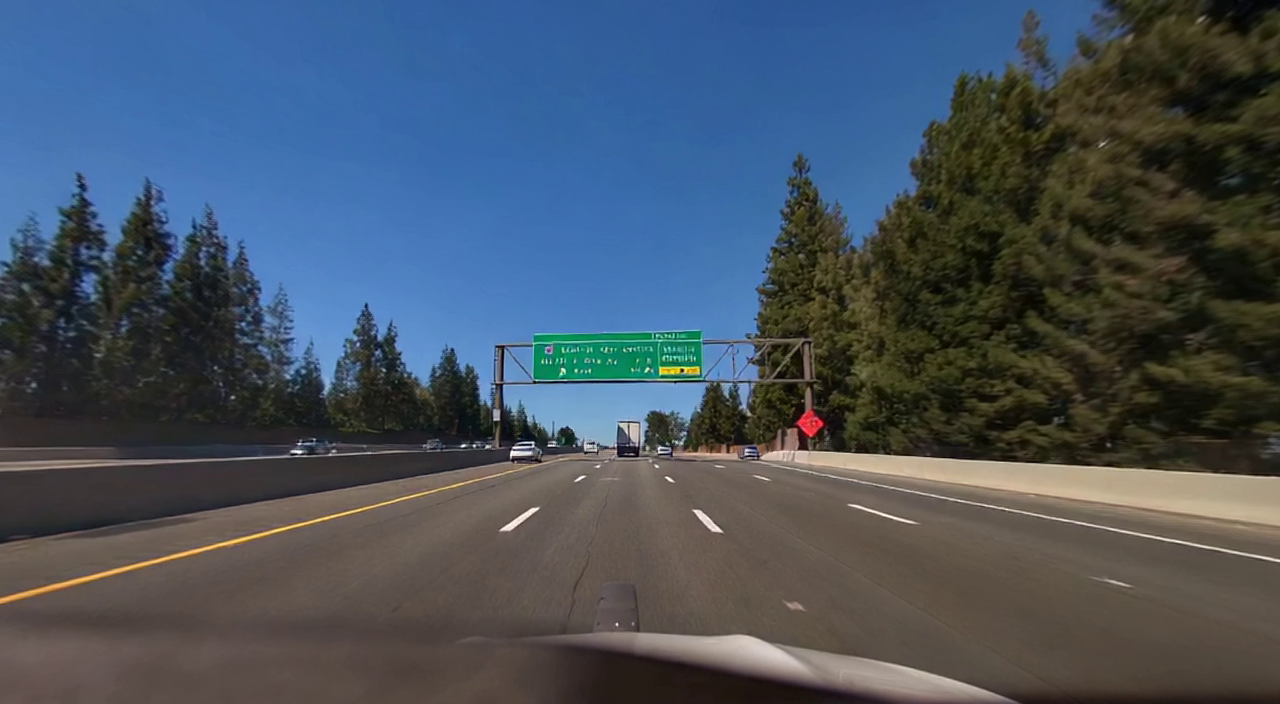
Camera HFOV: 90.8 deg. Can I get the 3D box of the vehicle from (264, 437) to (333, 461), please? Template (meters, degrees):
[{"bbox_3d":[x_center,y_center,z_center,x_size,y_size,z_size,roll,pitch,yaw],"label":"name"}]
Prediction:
[{"bbox_3d":[-22.525,6.429,41.946,1.865,1.481,4.681,0,-8,2],"label":"vehicle"}]

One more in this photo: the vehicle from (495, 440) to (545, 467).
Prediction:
[{"bbox_3d":[-7.380,6.289,39.276,2.117,1.518,4.930,0,-8,0],"label":"vehicle"}]
